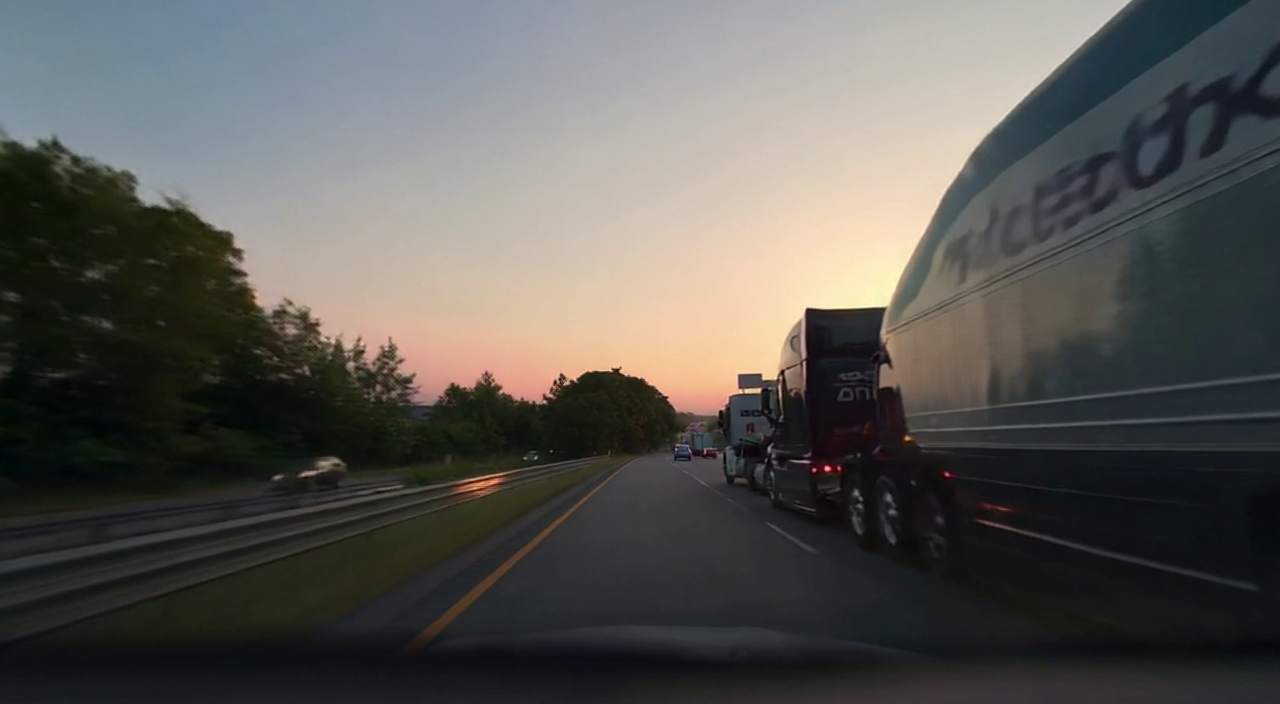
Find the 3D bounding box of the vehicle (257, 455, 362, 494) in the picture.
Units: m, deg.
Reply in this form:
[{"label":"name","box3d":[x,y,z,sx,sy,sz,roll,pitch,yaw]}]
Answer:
[{"label":"vehicle","box3d":[-13.011,4.824,24.997,1.893,1.381,4.130,-1,-9,1]}]

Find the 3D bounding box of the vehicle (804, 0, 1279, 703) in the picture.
[{"label":"vehicle","box3d":[3.890,-0.075,4.105,3.025,4.010,9.542,0,-9,0]}]
